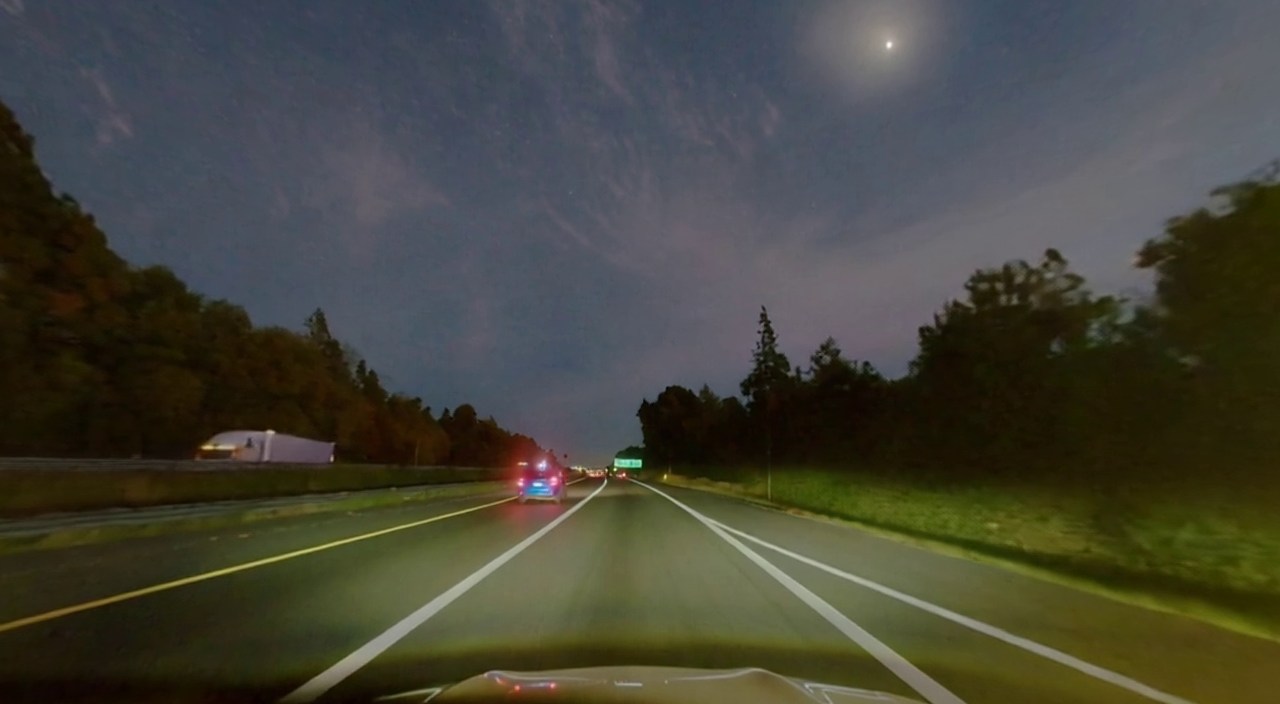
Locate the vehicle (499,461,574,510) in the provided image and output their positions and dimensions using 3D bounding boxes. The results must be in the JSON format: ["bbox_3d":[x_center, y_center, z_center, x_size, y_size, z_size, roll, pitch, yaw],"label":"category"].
[{"bbox_3d":[-3.592,4.739,22.696,1.967,1.556,4.364,1,-10,0],"label":"vehicle"}]

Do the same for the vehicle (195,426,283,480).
[{"bbox_3d":[-30.478,7.779,48.221,2.915,3.769,5.891,1,-10,-4],"label":"vehicle"}]
